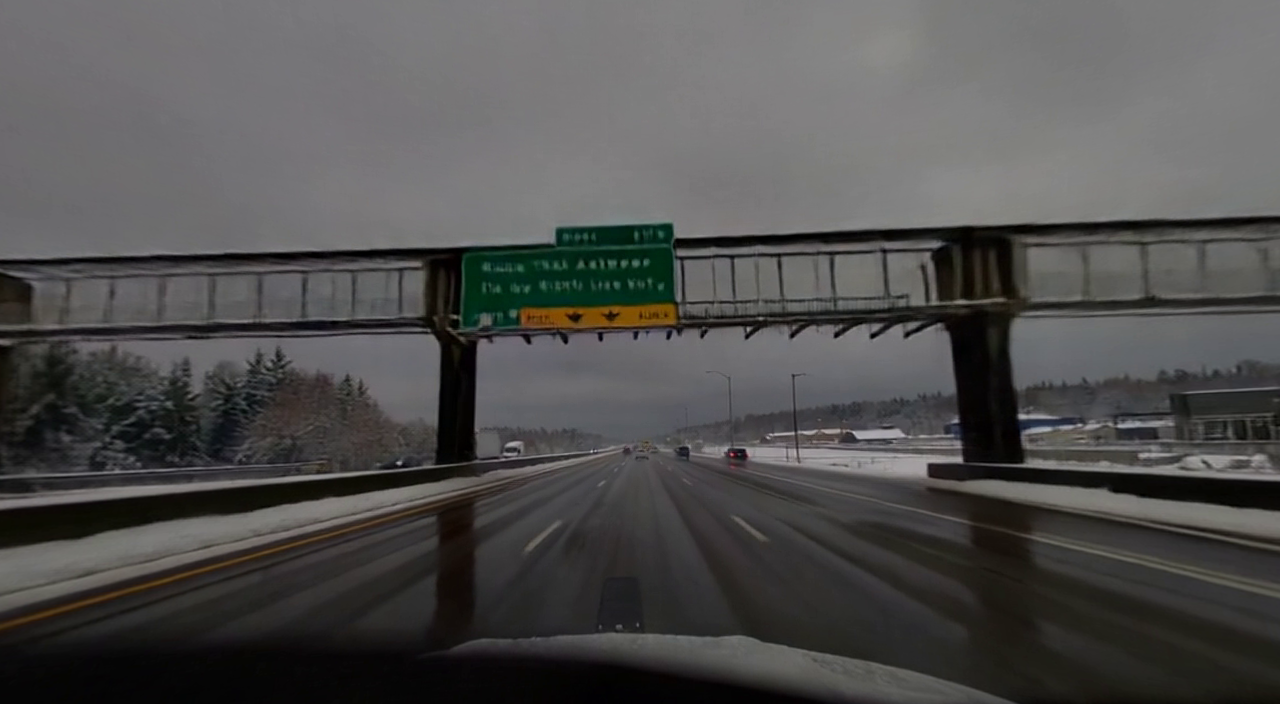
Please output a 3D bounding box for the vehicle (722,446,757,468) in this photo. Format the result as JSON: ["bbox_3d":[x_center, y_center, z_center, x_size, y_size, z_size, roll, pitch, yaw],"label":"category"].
[{"bbox_3d":[7.221,7.653,46.236,1.923,1.516,3.815,0,-9,0],"label":"vehicle"}]
